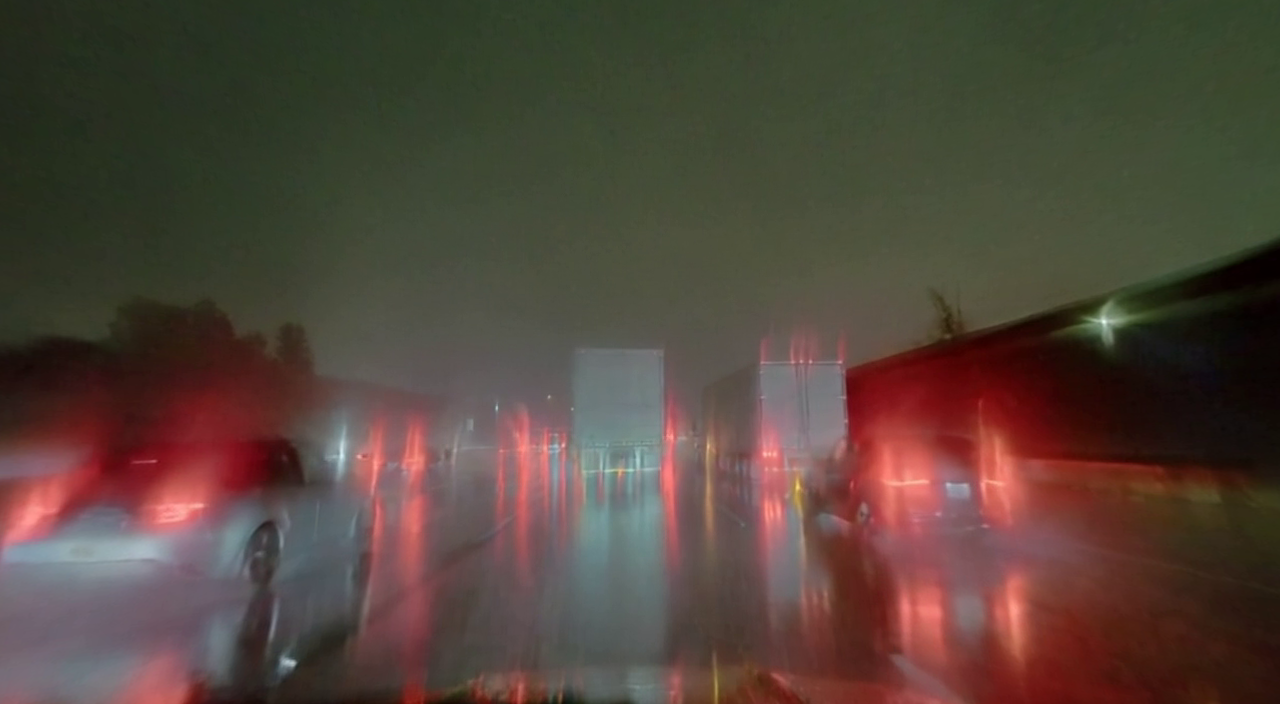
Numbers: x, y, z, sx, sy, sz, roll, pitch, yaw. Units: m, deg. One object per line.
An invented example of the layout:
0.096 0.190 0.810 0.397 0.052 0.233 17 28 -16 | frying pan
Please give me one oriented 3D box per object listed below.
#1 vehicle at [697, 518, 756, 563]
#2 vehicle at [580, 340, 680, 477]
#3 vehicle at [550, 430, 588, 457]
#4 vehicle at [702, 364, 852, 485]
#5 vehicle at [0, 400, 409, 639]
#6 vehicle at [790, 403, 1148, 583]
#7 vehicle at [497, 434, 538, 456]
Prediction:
4.798 10.495 35.181 2.835 2.000 2.696 0 -7 -2 | vehicle
-0.437 2.315 23.595 2.938 4.033 9.980 0 -8 -2 | vehicle
-4.536 5.937 40.860 1.986 1.612 4.155 0 -8 0 | vehicle
5.149 3.358 27.578 2.863 3.936 14.058 0 -8 -3 | vehicle
-3.846 1.313 5.929 1.882 1.493 3.828 0 -8 0 | vehicle
3.313 1.479 7.461 1.976 1.513 4.065 0 -8 -1 | vehicle
-8.545 6.519 44.291 2.019 1.471 4.347 0 -8 0 | vehicle
